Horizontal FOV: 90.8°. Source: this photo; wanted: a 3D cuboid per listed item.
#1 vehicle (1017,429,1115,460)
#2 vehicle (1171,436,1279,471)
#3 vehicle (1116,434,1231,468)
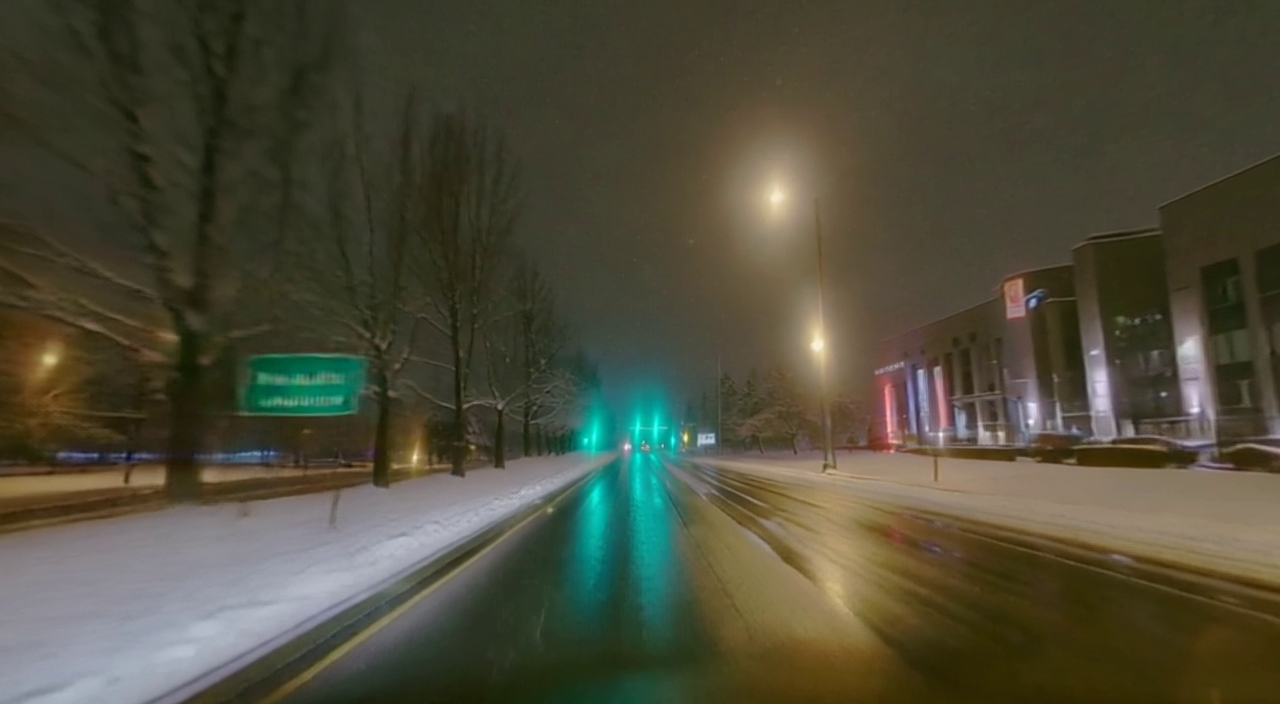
[{"bbox_3d":[30.020,6.561,44.611,5.244,1.992,2.226,-1,-9,-3],"label":"vehicle"},{"bbox_3d":[31.248,5.352,33.393,4.279,1.743,2.003,-1,-9,7],"label":"vehicle"},{"bbox_3d":[30.483,5.642,36.184,4.633,1.754,2.017,-1,-8,1],"label":"vehicle"}]
